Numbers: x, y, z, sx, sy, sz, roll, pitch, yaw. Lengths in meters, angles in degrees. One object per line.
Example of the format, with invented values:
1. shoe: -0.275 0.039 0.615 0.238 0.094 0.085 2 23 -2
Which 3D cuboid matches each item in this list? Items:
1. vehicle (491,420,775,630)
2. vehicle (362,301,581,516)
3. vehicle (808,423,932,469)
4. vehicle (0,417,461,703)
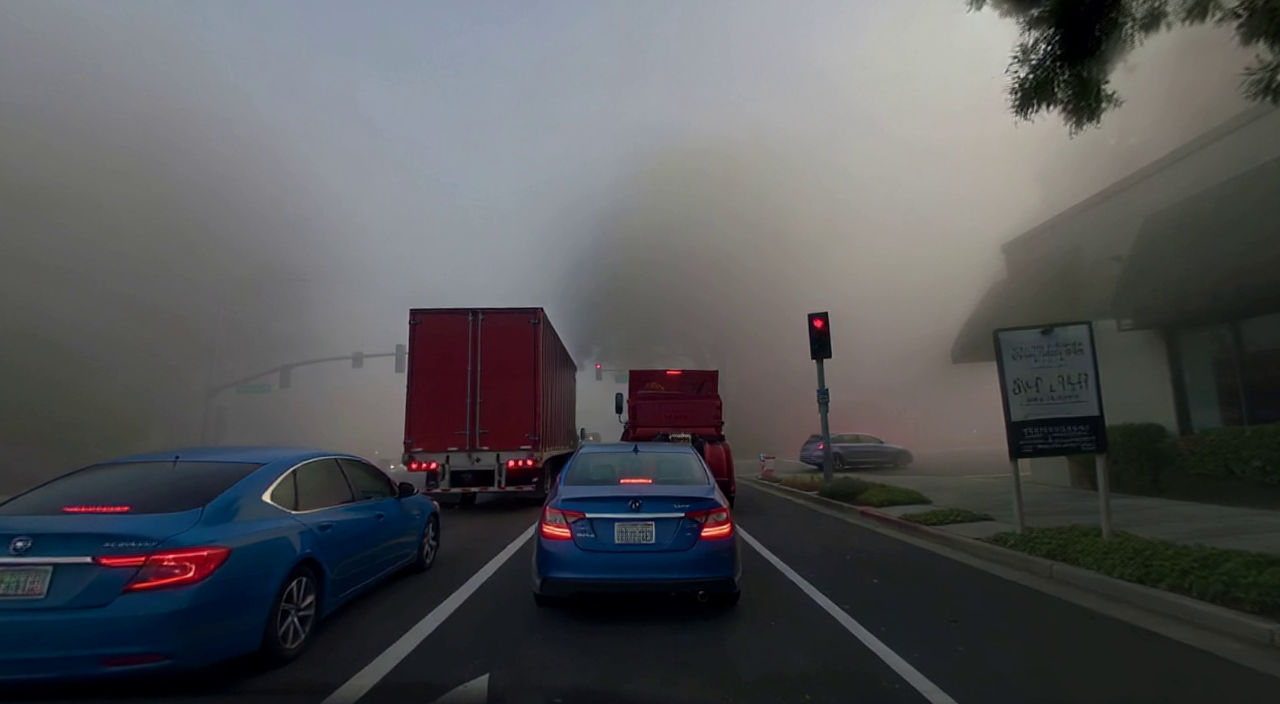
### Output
1. vehicle: -0.106 1.569 6.707 2.067 1.506 4.118 0 -8 -2
2. vehicle: -3.258 1.480 14.620 3.020 3.800 7.105 0 -8 1
3. vehicle: 10.218 4.185 27.998 4.681 1.713 1.969 -1 -10 -11
4. vehicle: -3.096 1.370 5.158 1.969 1.471 4.378 0 -8 0
